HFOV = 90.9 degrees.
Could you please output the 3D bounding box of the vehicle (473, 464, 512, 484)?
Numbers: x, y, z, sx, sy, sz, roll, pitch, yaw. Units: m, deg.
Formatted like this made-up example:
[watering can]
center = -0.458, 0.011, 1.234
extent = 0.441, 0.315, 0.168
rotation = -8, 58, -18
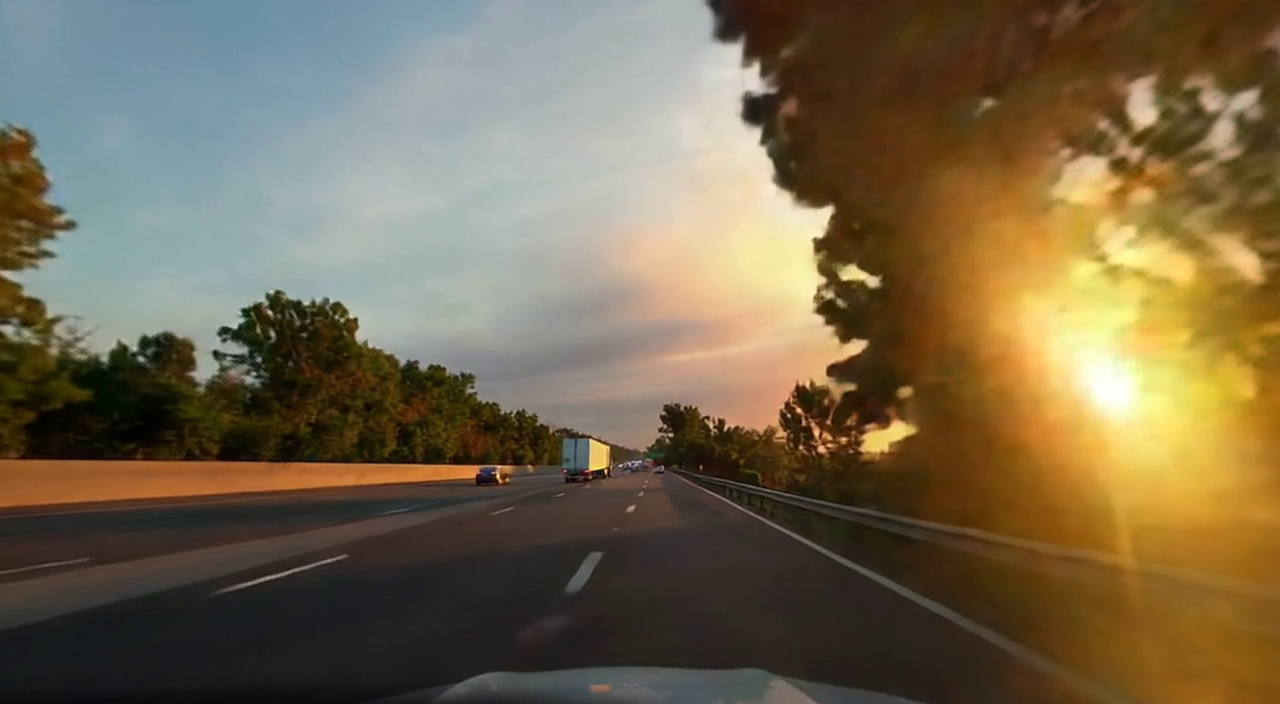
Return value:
[vehicle]
center = -11.321, 9.394, 48.636
extent = 1.745, 1.430, 4.252
rotation = 0, -10, 4
